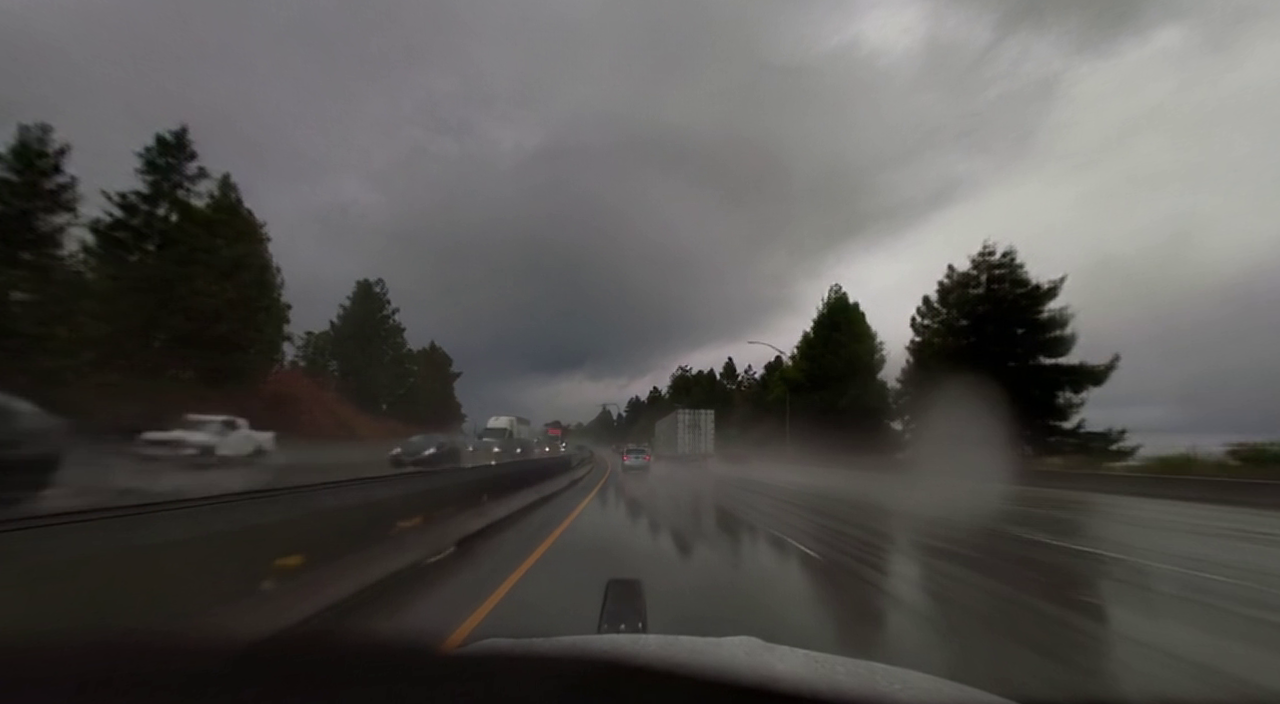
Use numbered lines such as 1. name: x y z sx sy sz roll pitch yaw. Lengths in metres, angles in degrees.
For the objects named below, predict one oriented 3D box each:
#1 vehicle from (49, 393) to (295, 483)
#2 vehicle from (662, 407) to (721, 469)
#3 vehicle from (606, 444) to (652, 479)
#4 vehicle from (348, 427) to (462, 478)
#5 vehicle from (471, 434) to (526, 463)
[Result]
1. vehicle: -11.748 2.298 16.548 2.299 1.960 5.379 0 -9 0
2. vehicle: 3.551 6.586 47.300 2.931 4.009 12.800 0 -9 -2
3. vehicle: -0.553 5.371 31.139 2.111 1.599 3.859 0 -9 -1
4. vehicle: -7.327 3.221 20.191 2.013 1.439 4.317 0 -9 0
5. vehicle: -7.775 5.372 35.161 1.958 1.489 4.997 0 -9 -1
